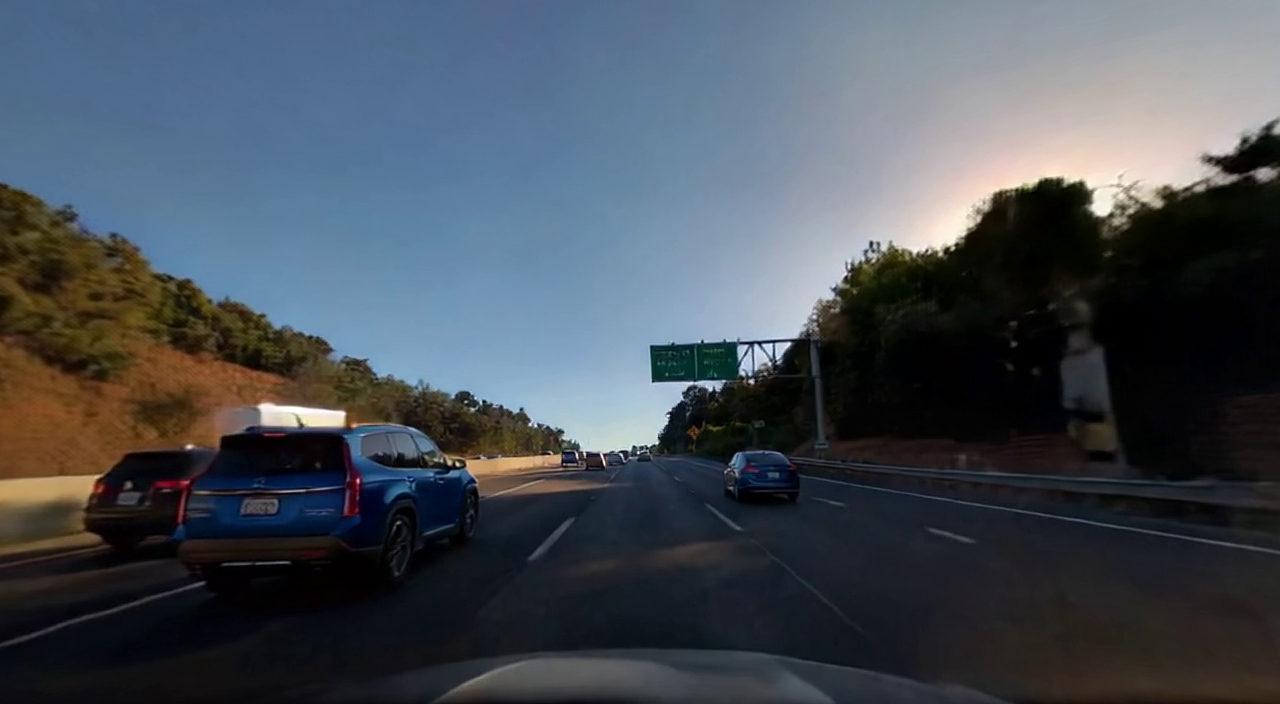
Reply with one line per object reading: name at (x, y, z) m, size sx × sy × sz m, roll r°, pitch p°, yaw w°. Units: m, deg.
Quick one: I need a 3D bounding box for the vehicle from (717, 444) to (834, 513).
vehicle at (3.228, 3.087, 15.918) m, size 1.979 × 1.486 × 4.125 m, roll 0°, pitch -9°, yaw -1°

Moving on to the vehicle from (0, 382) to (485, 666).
vehicle at (-3.178, 1.398, 6.217) m, size 2.137 × 1.756 × 4.453 m, roll 0°, pitch -9°, yaw 0°
